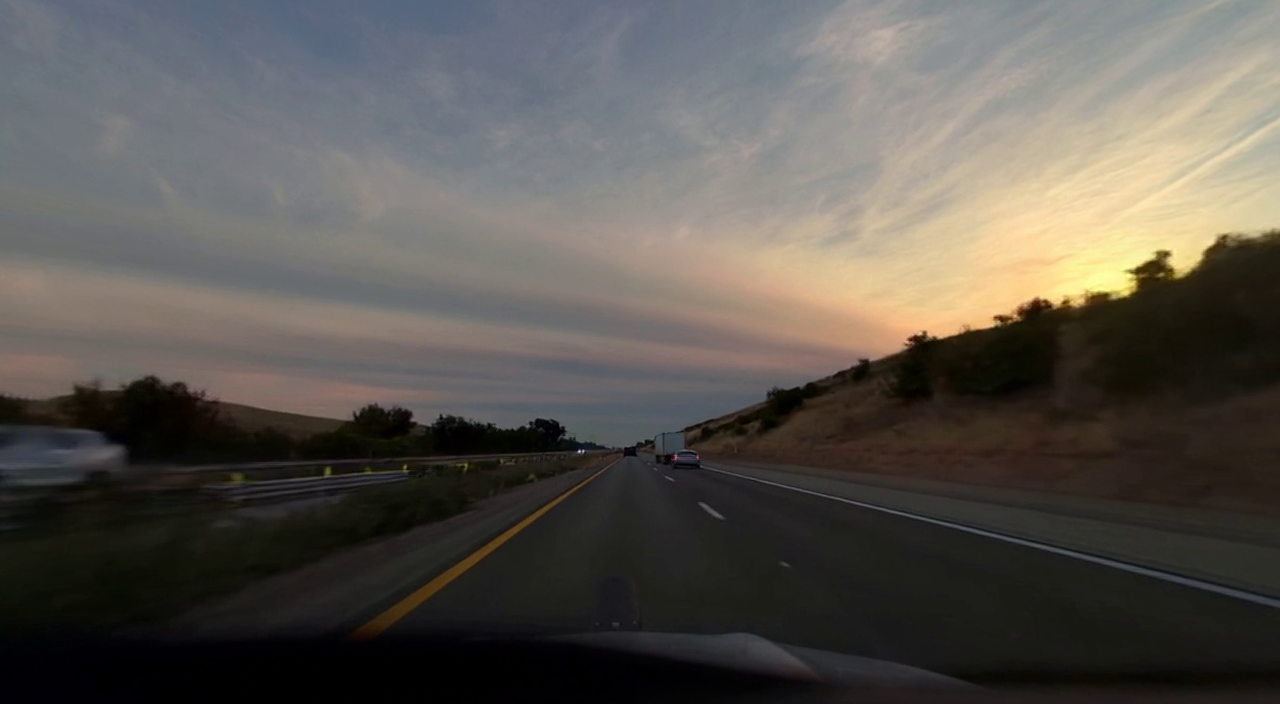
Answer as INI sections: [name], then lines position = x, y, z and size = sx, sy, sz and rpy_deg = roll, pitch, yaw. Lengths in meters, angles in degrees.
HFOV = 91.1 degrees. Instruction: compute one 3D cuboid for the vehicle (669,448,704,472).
[vehicle]
position = 2.951, 6.941, 40.659
size = 1.836, 1.459, 3.766
rpy_deg = 0, -9, -2
